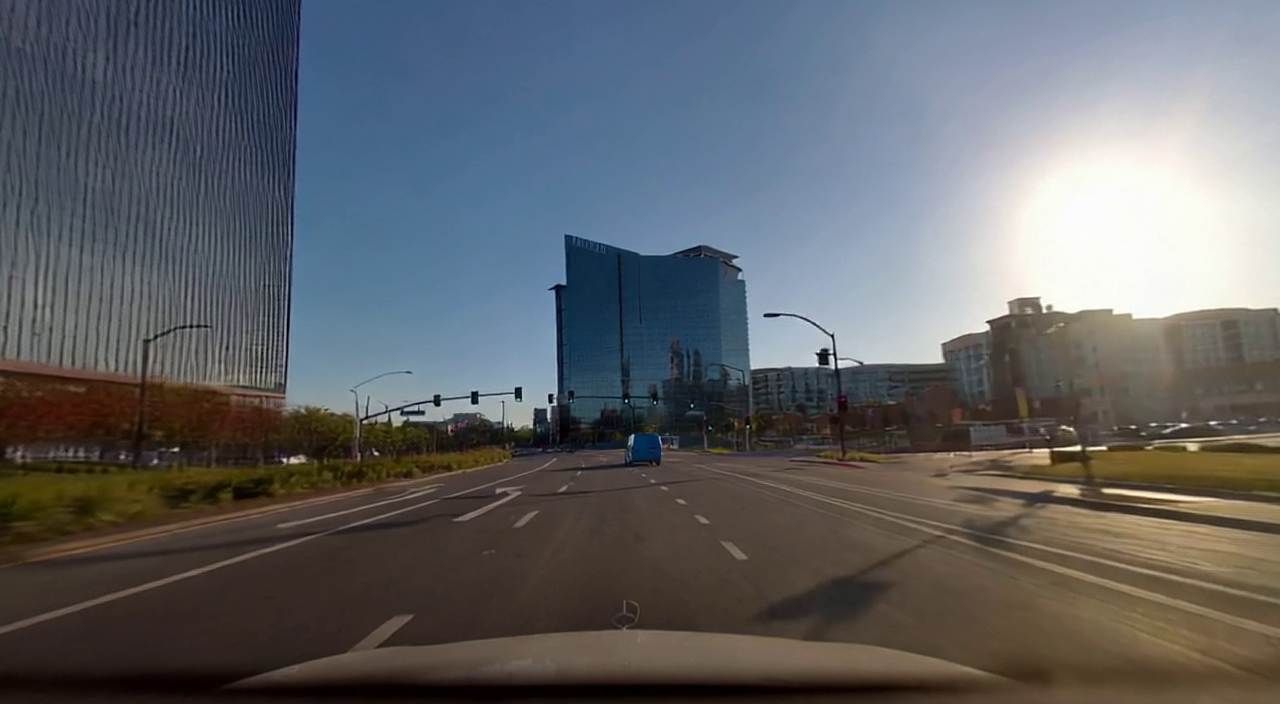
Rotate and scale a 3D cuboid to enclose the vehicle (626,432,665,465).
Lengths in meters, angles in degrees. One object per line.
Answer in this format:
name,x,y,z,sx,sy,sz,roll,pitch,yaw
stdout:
vehicle,0.342,7.002,45.948,2.339,2.244,4.817,0,-8,-6
